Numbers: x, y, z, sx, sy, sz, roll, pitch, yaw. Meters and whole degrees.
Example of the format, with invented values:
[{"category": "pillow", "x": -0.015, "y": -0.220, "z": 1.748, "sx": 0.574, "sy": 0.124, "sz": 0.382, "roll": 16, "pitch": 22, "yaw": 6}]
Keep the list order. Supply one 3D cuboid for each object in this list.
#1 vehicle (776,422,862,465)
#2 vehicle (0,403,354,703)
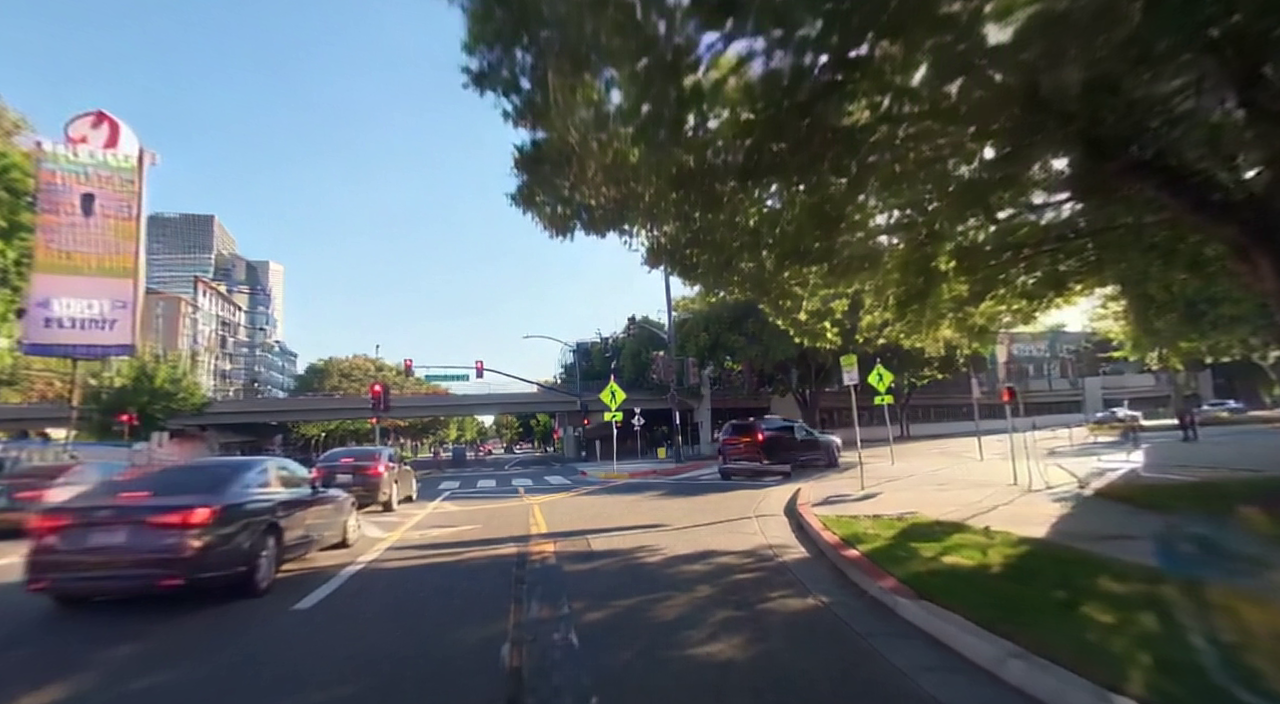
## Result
[{"category": "vehicle", "x": 7.539, "y": 3.824, "z": 26.381, "sx": 1.908, "sy": 1.622, "sz": 4.166, "roll": -7, "pitch": -11, "yaw": 39}, {"category": "vehicle", "x": -3.661, "y": 1.236, "z": 4.177, "sx": 2.176, "sy": 1.489, "sz": 4.518, "roll": 1, "pitch": -9, "yaw": -11}]
